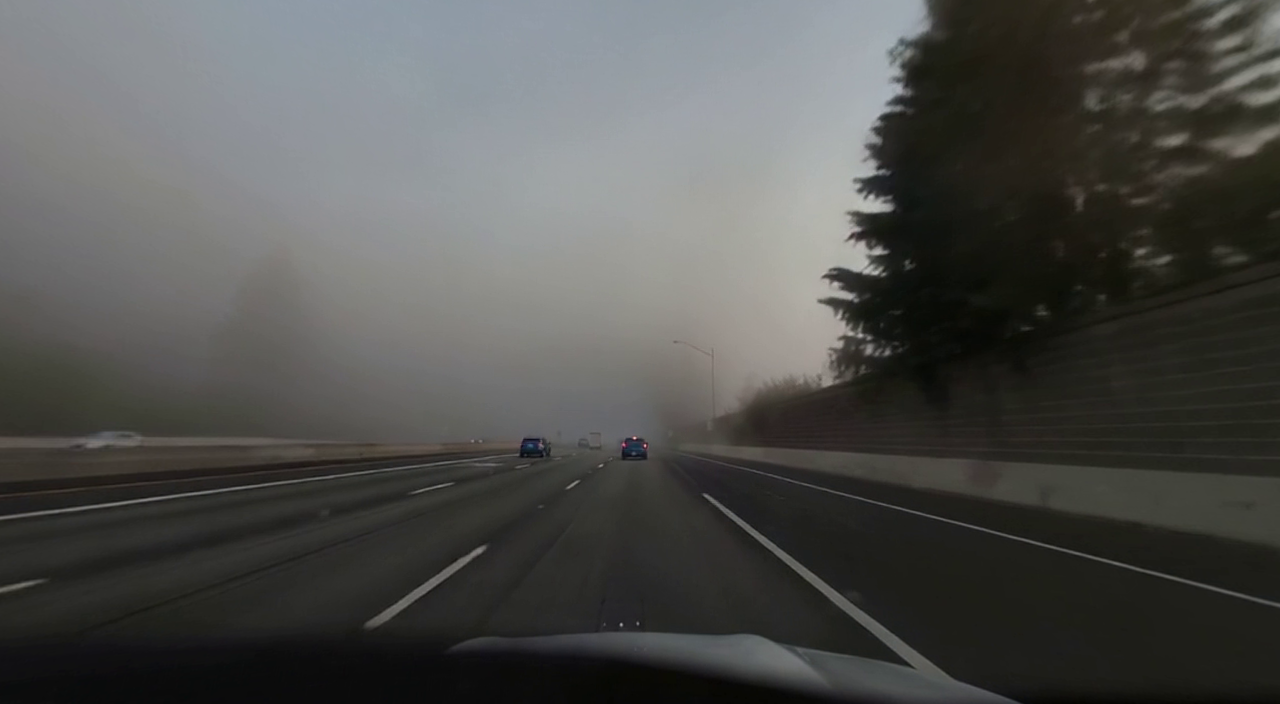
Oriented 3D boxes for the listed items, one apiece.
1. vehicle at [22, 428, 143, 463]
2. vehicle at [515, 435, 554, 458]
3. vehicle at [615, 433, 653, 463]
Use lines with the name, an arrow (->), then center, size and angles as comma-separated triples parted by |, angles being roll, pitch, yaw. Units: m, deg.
vehicle -> -28.764, 4.855, 32.734 | 1.921, 1.637, 4.652 | 0, -8, 1
vehicle -> -7.539, 6.799, 45.422 | 2.019, 1.523, 4.396 | 0, -8, 1
vehicle -> -0.310, 5.740, 37.646 | 2.141, 1.706, 4.065 | 0, -8, 0
